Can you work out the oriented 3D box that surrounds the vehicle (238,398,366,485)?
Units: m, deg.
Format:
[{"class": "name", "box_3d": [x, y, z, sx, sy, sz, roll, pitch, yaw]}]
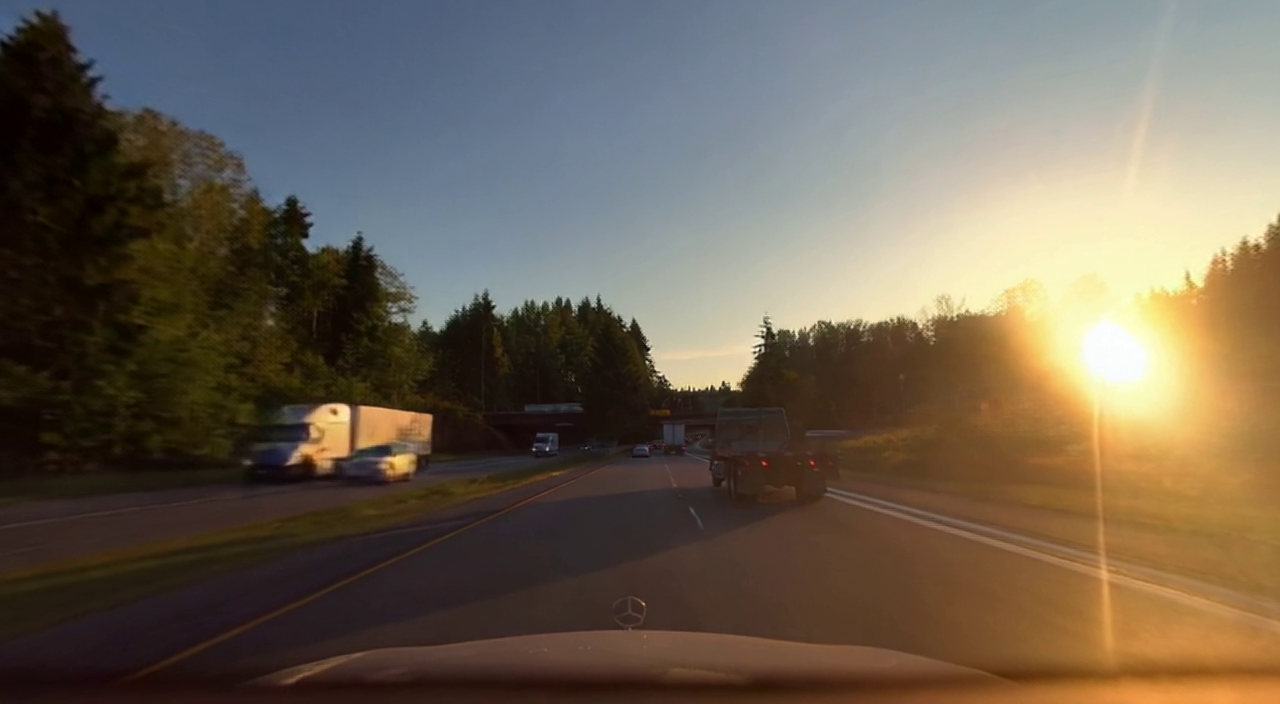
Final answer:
[{"class": "vehicle", "box_3d": [-16.749, 4.517, 31.771, 2.976, 3.946, 5.951, 0, -8, 1]}]

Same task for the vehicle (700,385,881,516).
[{"class": "vehicle", "box_3d": [3.120, 2.300, 15.016, 2.677, 2.439, 6.402, 0, -8, 0]}]
